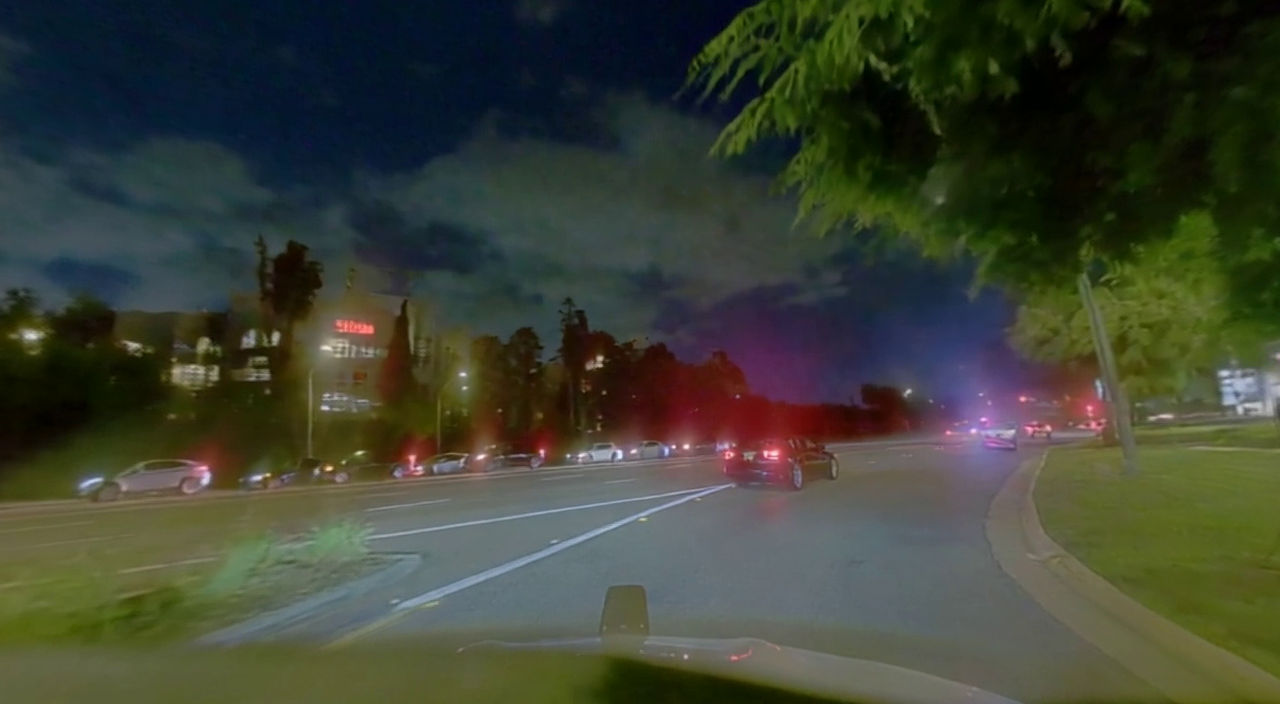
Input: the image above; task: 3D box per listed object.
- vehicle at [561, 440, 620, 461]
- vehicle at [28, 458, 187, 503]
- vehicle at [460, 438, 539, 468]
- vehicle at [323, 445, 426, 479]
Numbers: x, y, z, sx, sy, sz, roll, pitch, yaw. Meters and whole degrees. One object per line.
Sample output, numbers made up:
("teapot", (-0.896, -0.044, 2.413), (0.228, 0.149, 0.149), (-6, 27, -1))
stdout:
("vehicle", (-3.582, 7.210, 46.179), (1.832, 1.473, 4.377), (-7, -11, 39))
("vehicle", (-20.907, 5.001, 24.915), (1.777, 1.497, 4.399), (-7, -11, 38))
("vehicle", (-8.846, 6.378, 39.917), (1.969, 1.758, 4.662), (-7, -11, 37))
("vehicle", (-13.952, 5.786, 33.350), (1.876, 1.642, 4.600), (-7, -11, 37))
